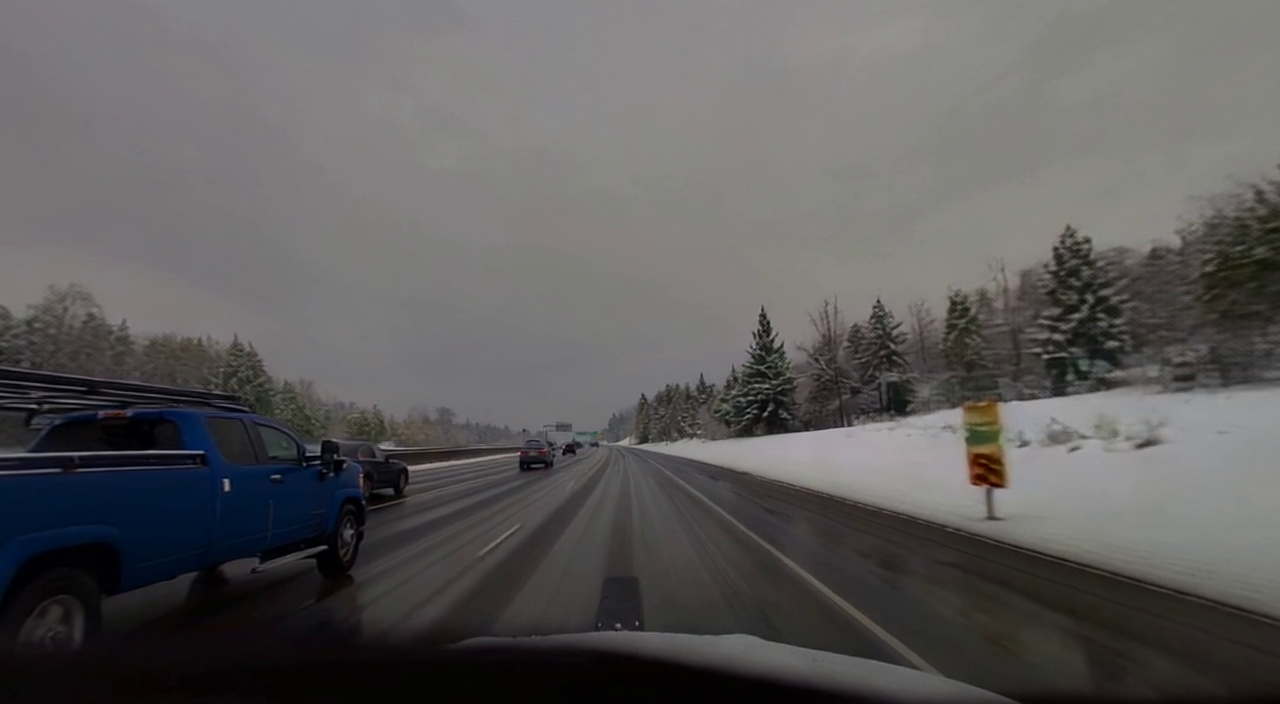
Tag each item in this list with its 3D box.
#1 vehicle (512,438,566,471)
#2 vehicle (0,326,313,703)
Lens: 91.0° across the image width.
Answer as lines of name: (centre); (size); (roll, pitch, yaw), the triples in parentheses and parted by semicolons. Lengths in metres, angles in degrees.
vehicle: (-5.013, 5.151, 31.832); (2.012, 1.509, 4.359); (0, -8, 0)
vehicle: (-3.910, 0.797, 2.742); (2.200, 1.807, 5.041); (0, -8, 1)
